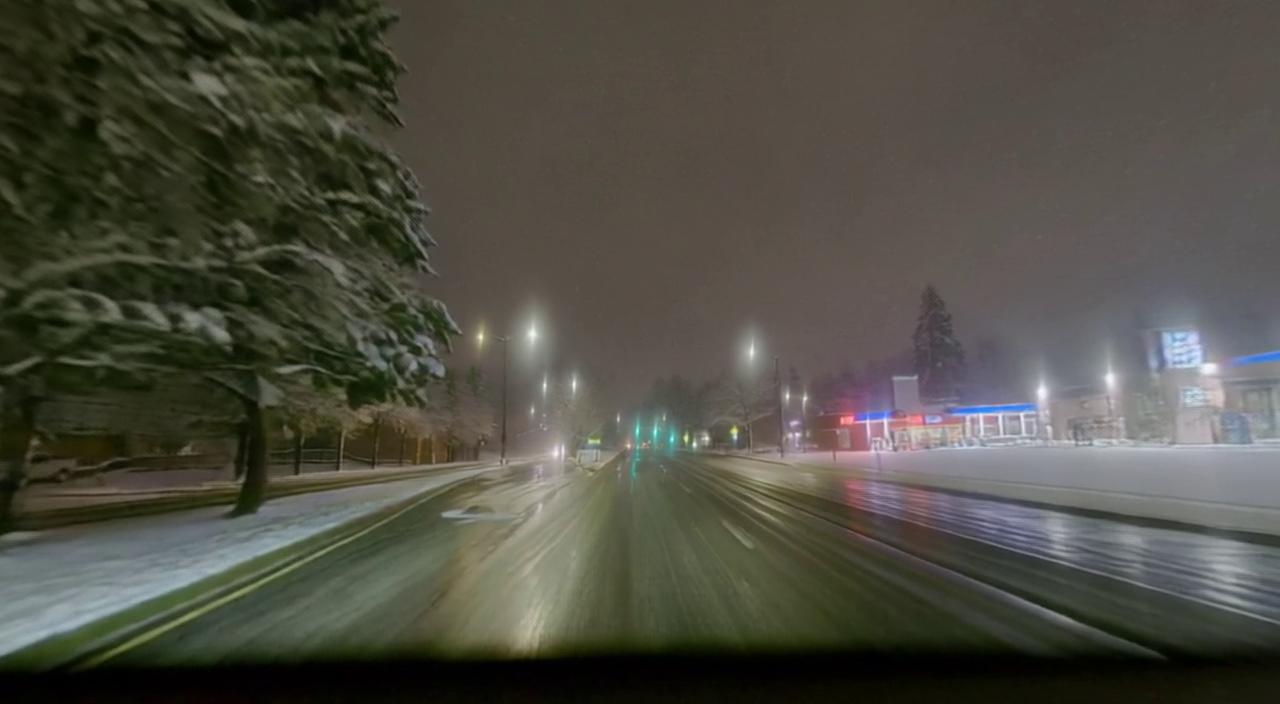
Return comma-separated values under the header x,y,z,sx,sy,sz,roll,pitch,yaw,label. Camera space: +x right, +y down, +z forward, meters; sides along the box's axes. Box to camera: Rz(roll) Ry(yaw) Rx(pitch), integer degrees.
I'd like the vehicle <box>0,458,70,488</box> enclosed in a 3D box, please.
x,y,z,sx,sy,sz,roll,pitch,yaw,label
-37.297,7.261,37.869,4.316,1.603,1.815,-2,-9,-2,vehicle
